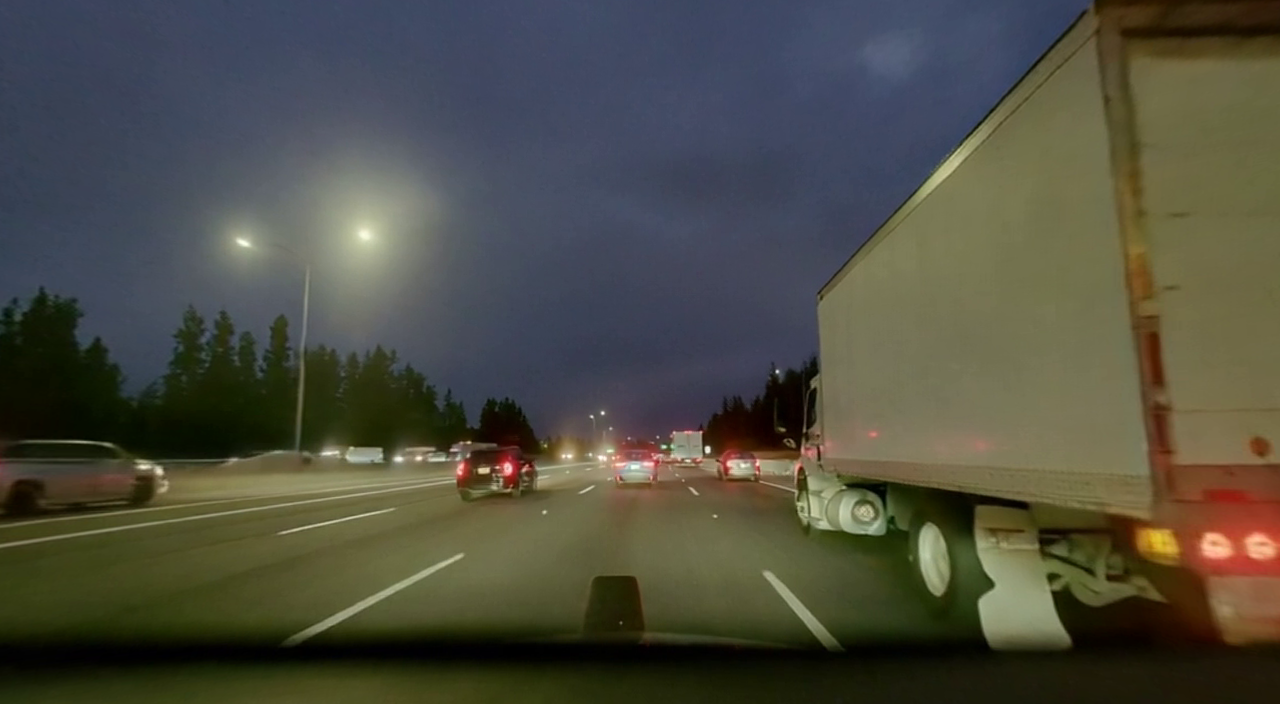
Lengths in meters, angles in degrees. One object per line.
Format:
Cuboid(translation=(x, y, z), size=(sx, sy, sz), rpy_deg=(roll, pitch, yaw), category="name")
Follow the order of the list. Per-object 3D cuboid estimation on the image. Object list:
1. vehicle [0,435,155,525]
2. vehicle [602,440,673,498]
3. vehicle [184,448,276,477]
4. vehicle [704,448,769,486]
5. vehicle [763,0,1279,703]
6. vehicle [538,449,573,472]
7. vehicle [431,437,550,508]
Cuboid(translation=(-13.610, 2.769, 14.058), size=(1.946, 1.773, 4.446), rpy_deg=(0, -9, 2), category="vehicle")
Cuboid(translation=(-0.021, 3.831, 21.145), size=(2.103, 1.717, 4.399), rpy_deg=(0, -9, 1), category="vehicle")
Cuboid(translation=(-26.477, 7.118, 41.085), size=(2.207, 1.712, 5.297), rpy_deg=(-1, -9, 3), category="vehicle")
Cuboid(translation=(4.187, 5.059, 28.182), size=(2.146, 1.482, 4.665), rpy_deg=(0, -9, 0), category="vehicle")
Cuboid(translation=(3.738, 0.662, 7.099), size=(2.836, 3.508, 8.723), rpy_deg=(0, -9, 0), category="vehicle")
Cuboid(translation=(-6.364, 8.239, 48.058), size=(1.958, 1.633, 4.568), rpy_deg=(0, -9, 2), category="vehicle")
Cuboid(translation=(-3.945, 3.259, 17.624), size=(1.988, 1.696, 4.754), rpy_deg=(0, -9, 2), category="vehicle")
